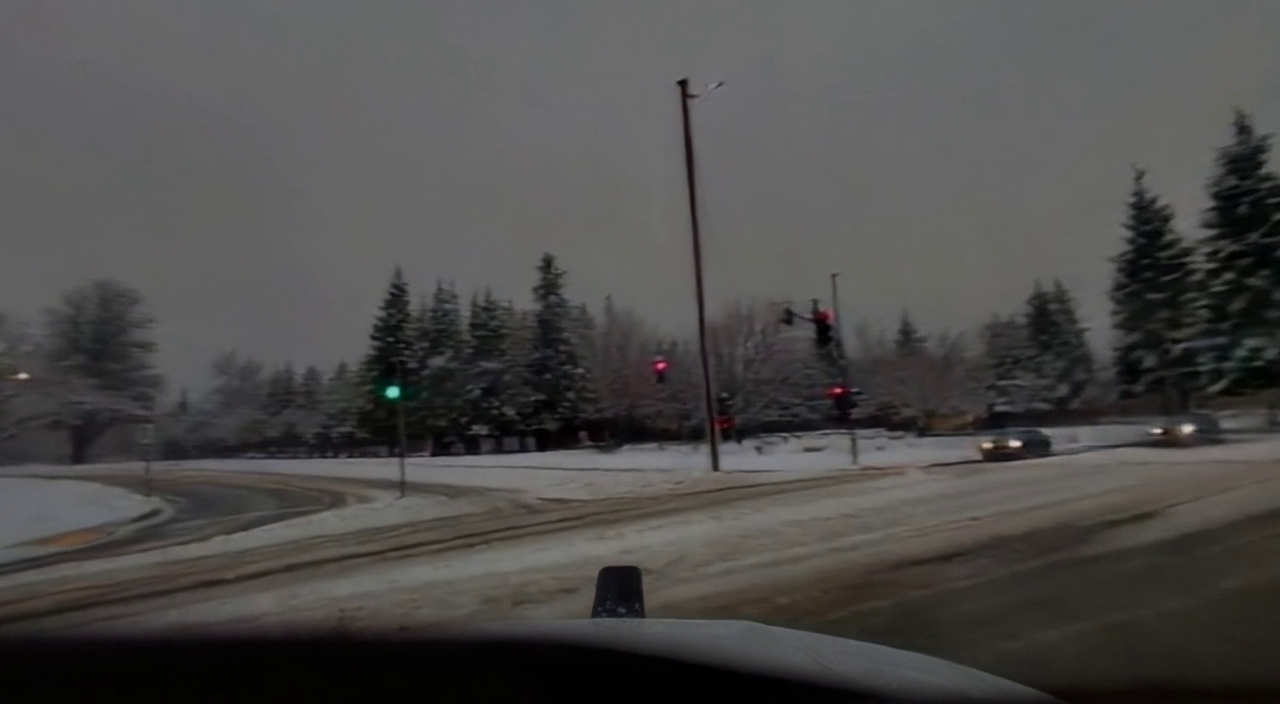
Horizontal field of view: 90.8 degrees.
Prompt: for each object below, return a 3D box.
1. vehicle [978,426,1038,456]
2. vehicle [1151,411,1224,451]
[{"bbox_3d":[20.009,4.846,34.272,1.786,1.499,3.797,-9,-12,44],"label":"vehicle"},{"bbox_3d":[24.814,3.641,28.600,4.025,1.663,2.034,8,-12,-44],"label":"vehicle"}]
